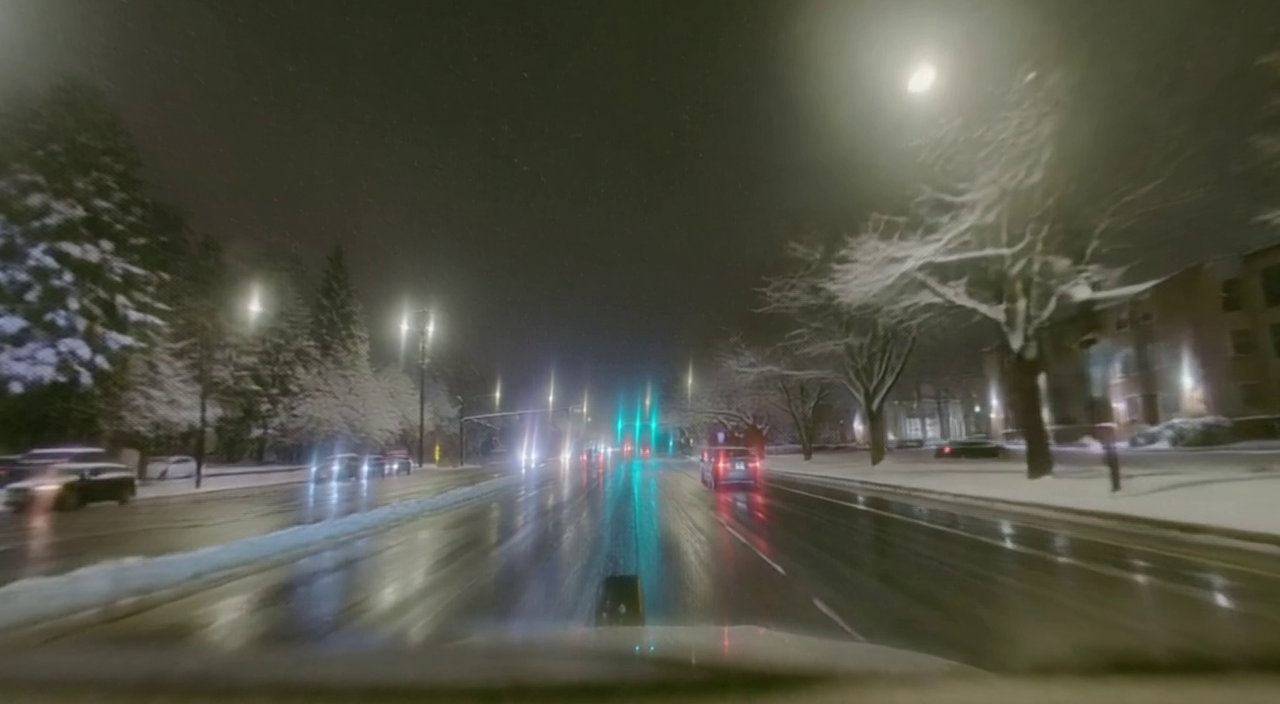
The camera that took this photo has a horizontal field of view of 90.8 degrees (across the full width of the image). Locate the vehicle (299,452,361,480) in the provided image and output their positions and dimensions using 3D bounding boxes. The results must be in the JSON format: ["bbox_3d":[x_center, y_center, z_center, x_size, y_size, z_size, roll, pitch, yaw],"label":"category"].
[{"bbox_3d":[-22.518,8.289,46.121,2.139,1.833,4.686,0,-8,0],"label":"vehicle"}]

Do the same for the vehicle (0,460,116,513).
[{"bbox_3d":[-22.377,4.889,23.367,1.926,1.681,4.601,-1,-8,1],"label":"vehicle"}]

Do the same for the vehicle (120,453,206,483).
[{"bbox_3d":[-29.949,7.250,39.719,3.855,1.693,1.875,-2,-8,1],"label":"vehicle"}]

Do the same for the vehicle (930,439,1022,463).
[{"bbox_3d":[21.715,6.431,40.967,4.748,1.451,2.089,0,-9,-2],"label":"vehicle"}]

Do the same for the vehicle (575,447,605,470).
[{"bbox_3d":[-3.680,7.971,47.353,1.935,1.617,4.045,0,-8,0],"label":"vehicle"}]

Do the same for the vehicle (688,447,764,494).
[{"bbox_3d":[2.926,4.125,22.448,1.966,1.449,4.290,0,-9,-2],"label":"vehicle"}]
